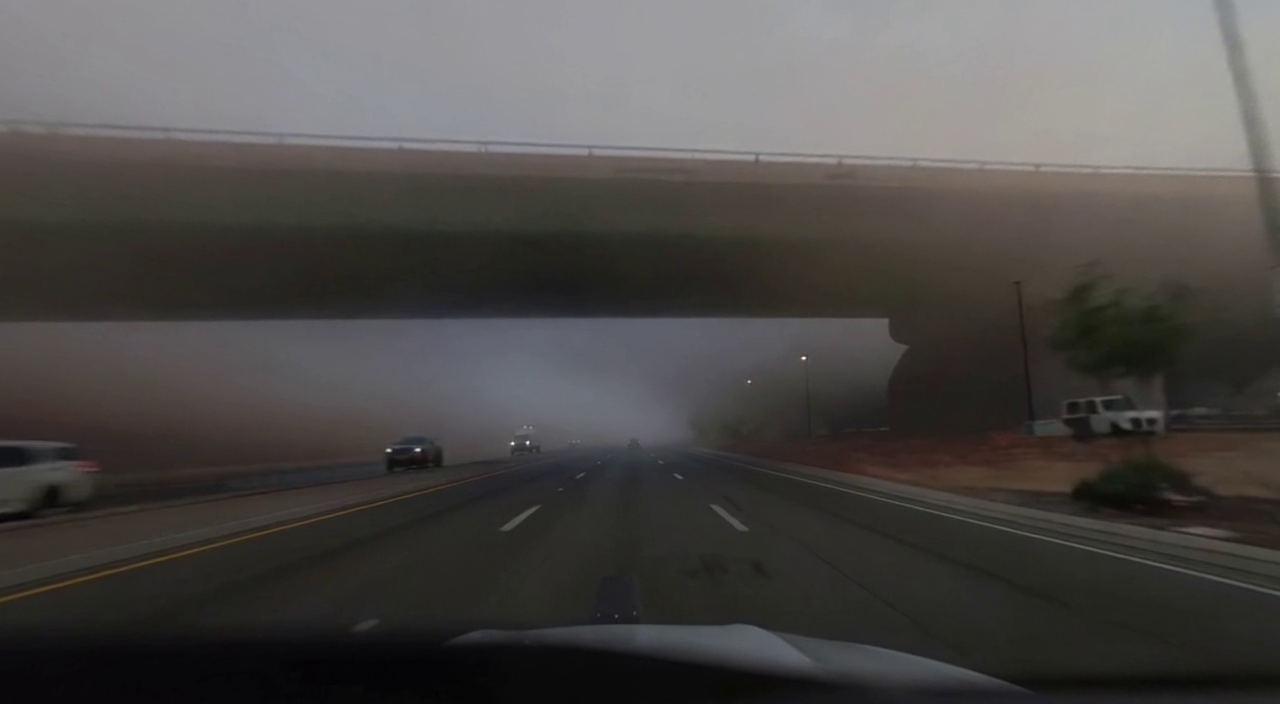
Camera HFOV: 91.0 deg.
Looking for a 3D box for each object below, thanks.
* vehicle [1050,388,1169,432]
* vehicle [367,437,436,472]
[{"bbox_3d":[22.719,2.906,30.766,2.046,1.878,4.733,0,-8,-1],"label":"vehicle"},{"bbox_3d":[-12.161,5.230,32.387,1.933,1.619,4.153,-1,-8,0],"label":"vehicle"}]
